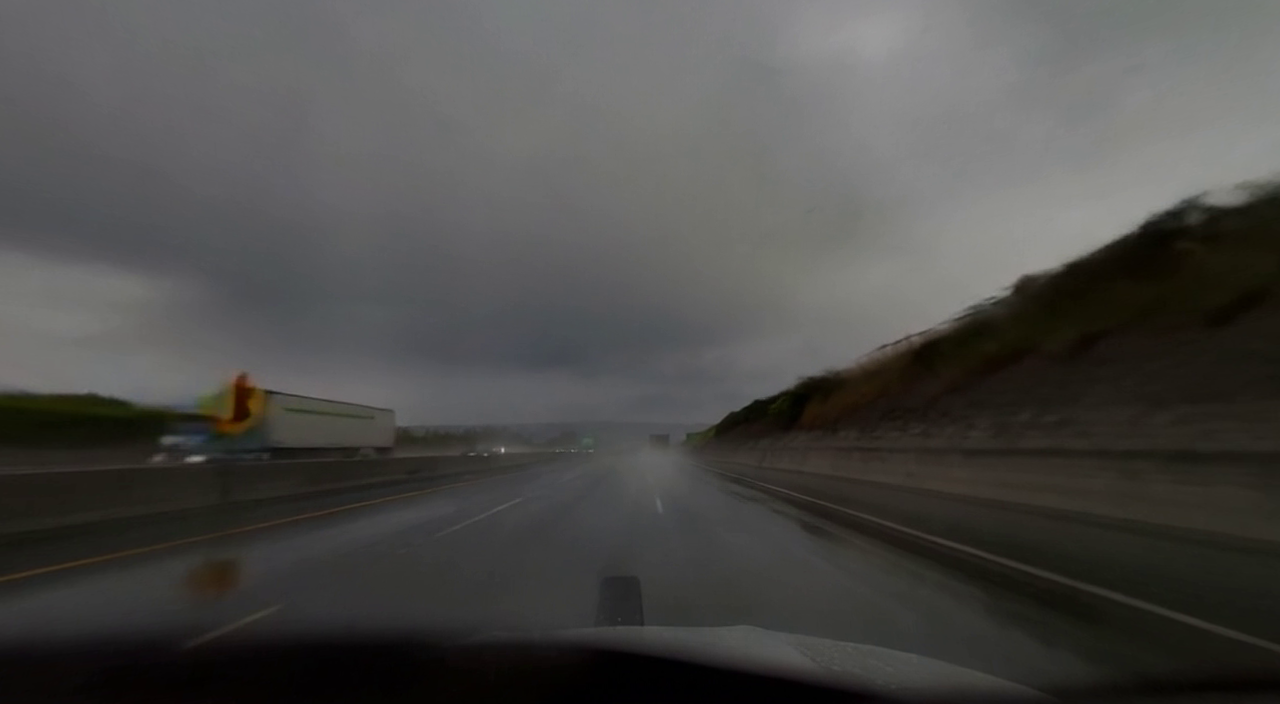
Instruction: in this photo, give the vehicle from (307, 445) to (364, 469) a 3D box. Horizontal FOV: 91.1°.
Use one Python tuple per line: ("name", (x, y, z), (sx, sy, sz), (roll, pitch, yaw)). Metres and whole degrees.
("vehicle", (-20.327, 7.029, 42.126), (1.802, 1.476, 4.083), (0, -9, 0))
